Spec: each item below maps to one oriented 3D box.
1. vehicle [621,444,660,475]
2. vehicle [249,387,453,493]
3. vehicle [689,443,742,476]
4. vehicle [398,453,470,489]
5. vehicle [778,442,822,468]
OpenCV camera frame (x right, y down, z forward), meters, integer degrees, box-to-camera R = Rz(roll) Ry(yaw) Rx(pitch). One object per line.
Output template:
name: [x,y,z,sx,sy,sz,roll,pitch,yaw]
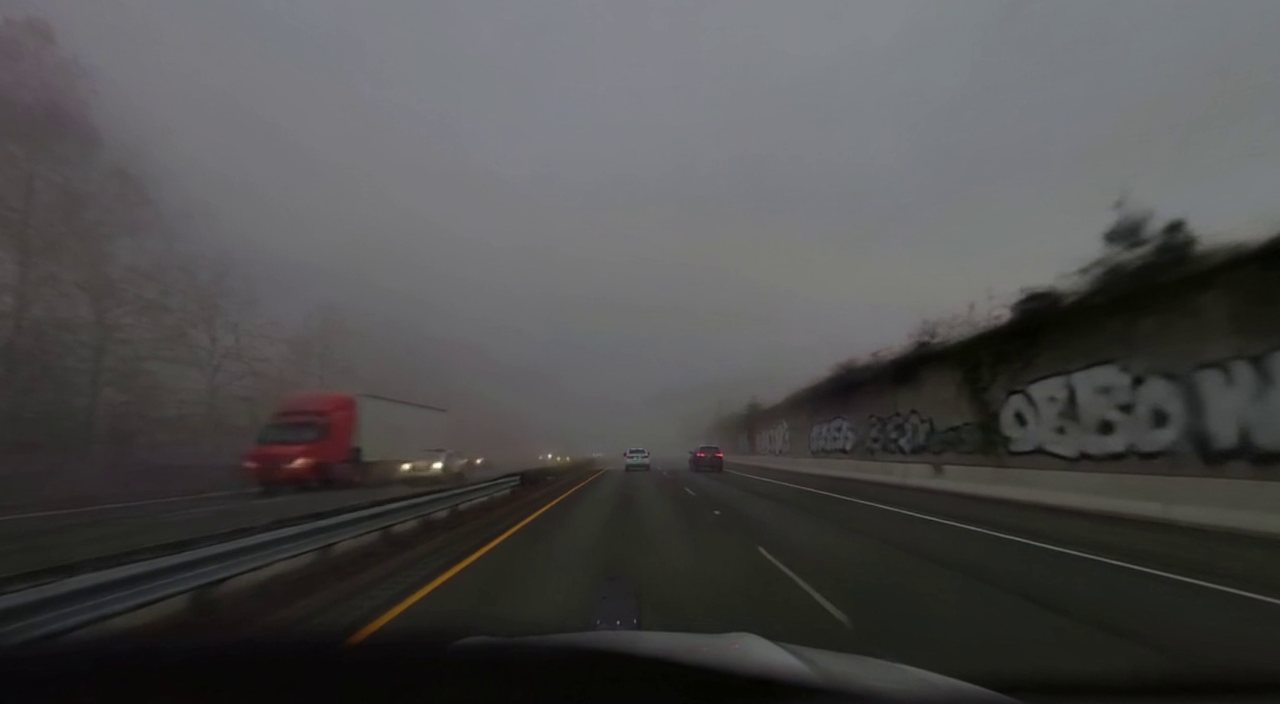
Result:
vehicle: [-0.001,6.210,36.378,2.095,1.671,4.219,0,-9,-1]
vehicle: [-13.273,4.520,31.583,3.029,3.989,15.326,0,-9,0]
vehicle: [3.986,5.794,33.879,2.303,1.614,4.154,-1,-9,0]
vehicle: [-9.431,5.460,29.036,1.889,1.495,4.400,0,-9,-1]
vehicle: [10.251,6.626,40.400,1.797,1.588,3.848,-1,-9,1]
